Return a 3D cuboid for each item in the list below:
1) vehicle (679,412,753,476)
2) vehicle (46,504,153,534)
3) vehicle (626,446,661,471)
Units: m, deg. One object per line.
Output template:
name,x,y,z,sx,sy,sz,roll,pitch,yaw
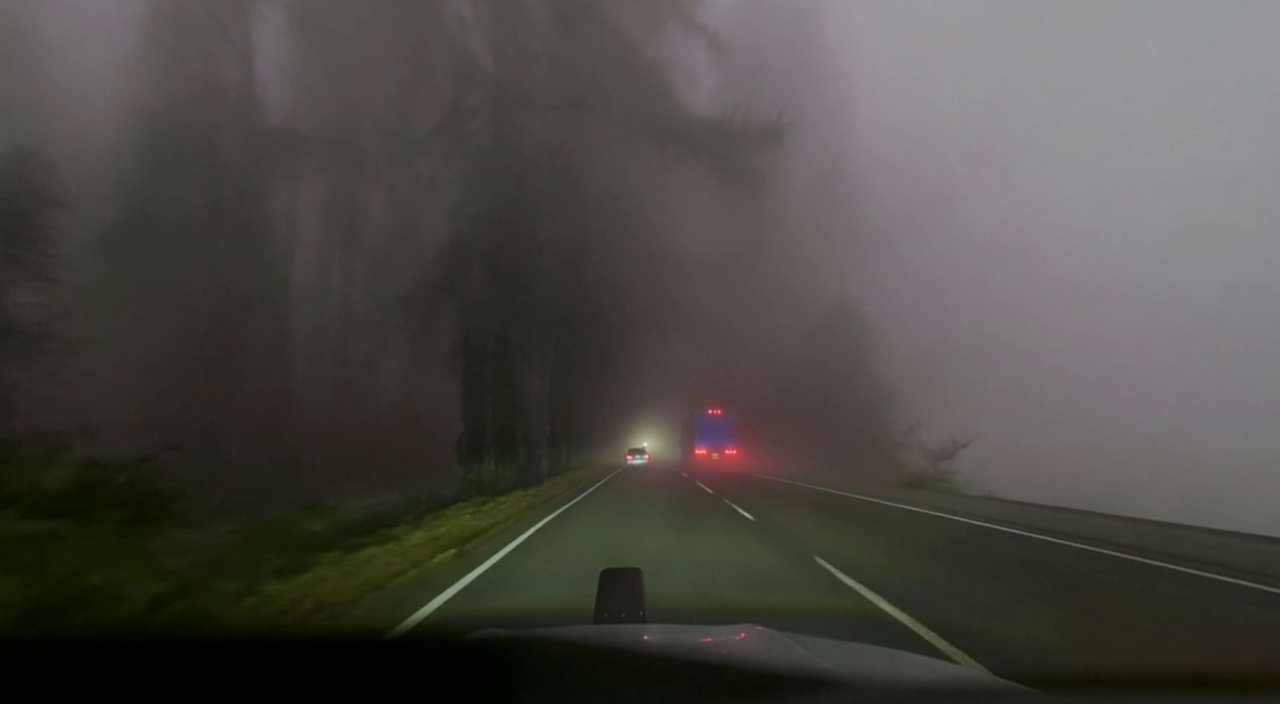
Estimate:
vehicle,4.061,5.208,35.509,3.015,3.211,7.982,0,-8,-1
vehicle,-35.275,10.895,41.024,5.050,1.668,2.065,0,-8,1
vehicle,0.257,6.925,41.117,2.170,1.544,4.373,0,-8,1
